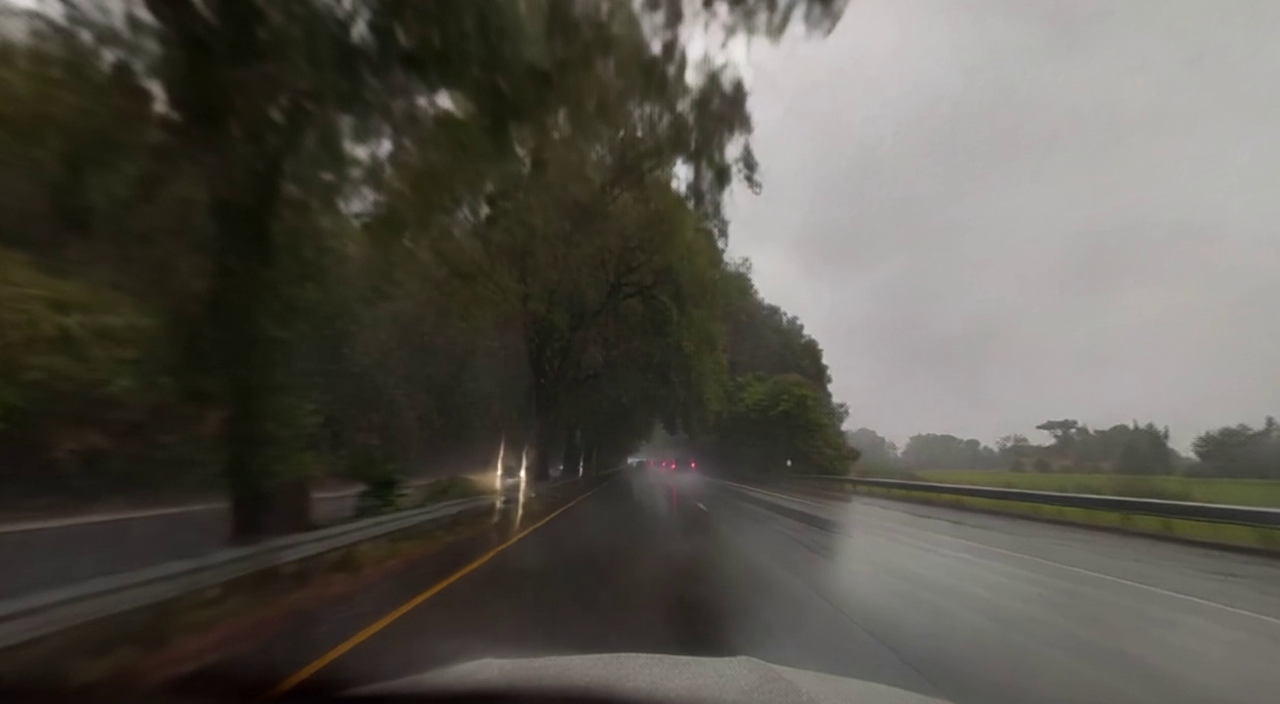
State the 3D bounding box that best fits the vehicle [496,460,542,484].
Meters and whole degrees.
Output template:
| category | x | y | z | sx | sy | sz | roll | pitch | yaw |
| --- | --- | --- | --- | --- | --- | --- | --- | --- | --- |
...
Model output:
| category | x | y | z | sx | sy | sz | roll | pitch | yaw |
| --- | --- | --- | --- | --- | --- | --- | --- | --- | --- |
| vehicle | -7.854 | 7.837 | 41.189 | 2.049 | 1.456 | 4.249 | 0 | -10 | 2 |
